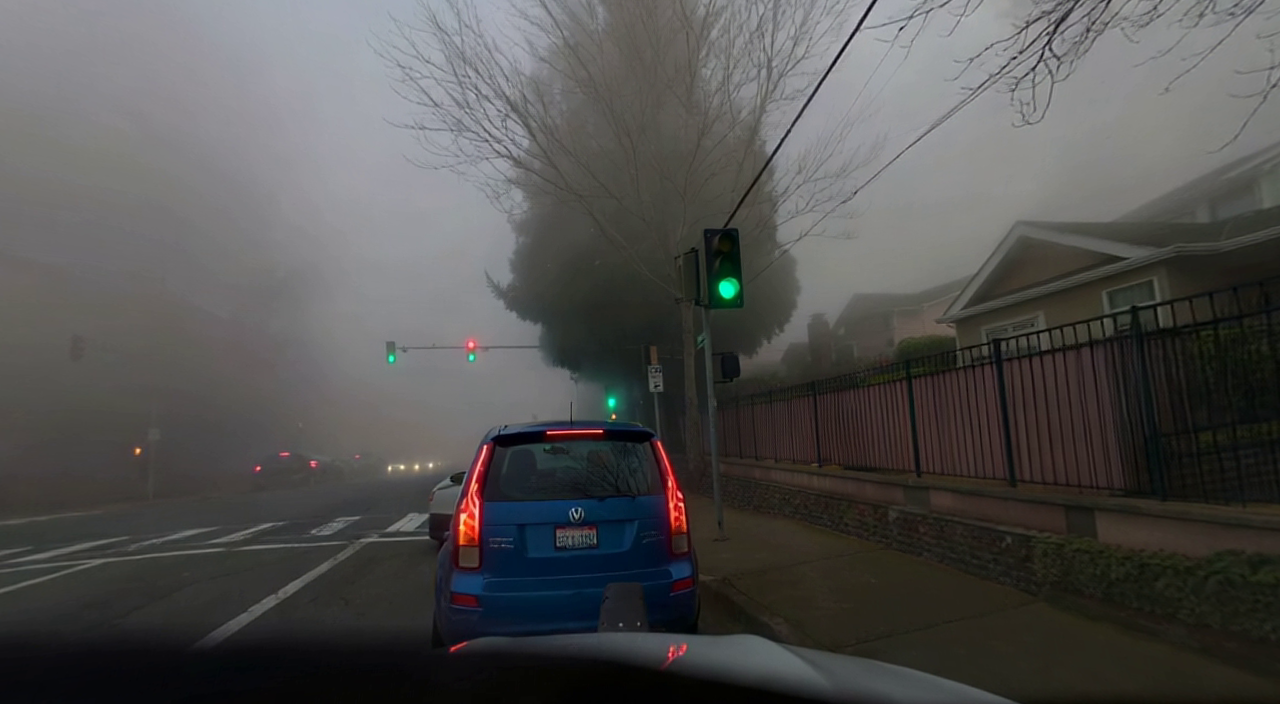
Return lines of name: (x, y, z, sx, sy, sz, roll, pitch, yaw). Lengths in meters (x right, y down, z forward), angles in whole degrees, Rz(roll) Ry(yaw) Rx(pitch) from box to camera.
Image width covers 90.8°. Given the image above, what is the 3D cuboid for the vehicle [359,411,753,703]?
vehicle: (-0.678, 1.339, 5.181, 2.024, 1.502, 3.702, 1, -8, -9)
